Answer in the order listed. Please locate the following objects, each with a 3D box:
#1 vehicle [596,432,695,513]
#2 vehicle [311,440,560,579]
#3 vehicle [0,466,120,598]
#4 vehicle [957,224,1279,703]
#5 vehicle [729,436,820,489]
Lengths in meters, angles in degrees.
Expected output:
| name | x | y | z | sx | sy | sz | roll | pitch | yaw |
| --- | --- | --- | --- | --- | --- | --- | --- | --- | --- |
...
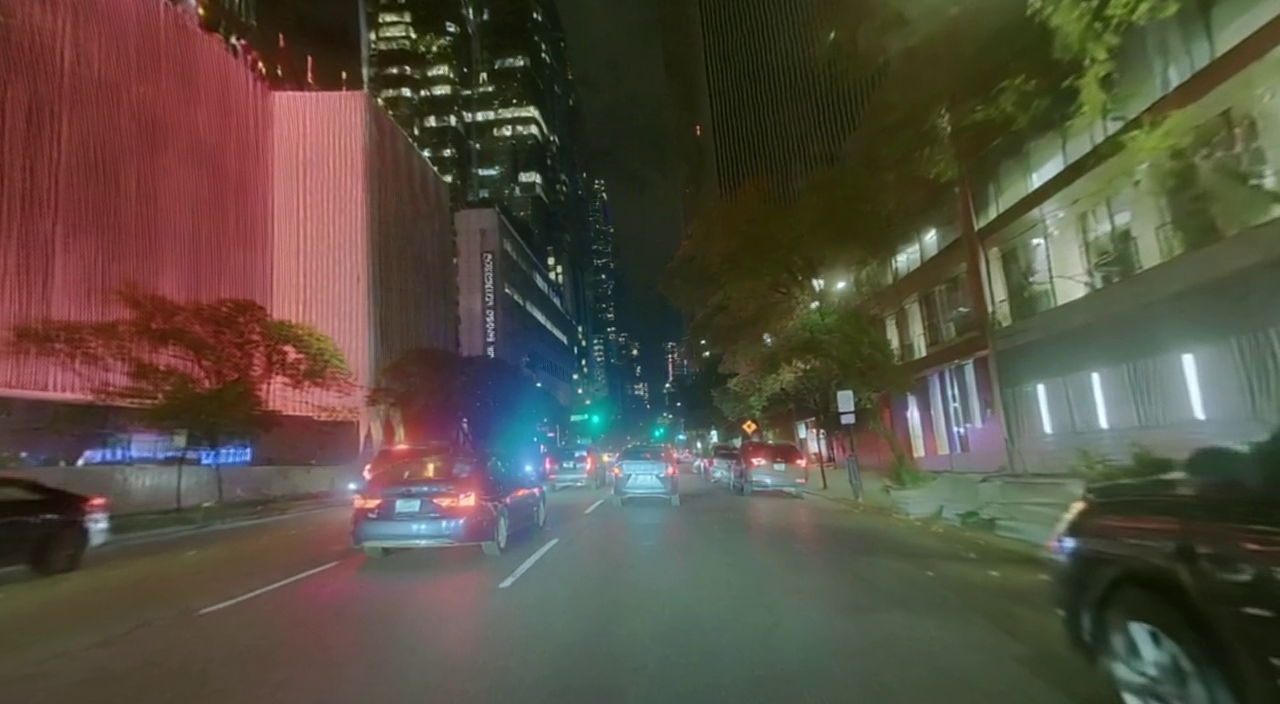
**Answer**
| name | x | y | z | sx | sy | sz | roll | pitch | yaw |
| --- | --- | --- | --- | --- | --- | --- | --- | --- | --- |
| vehicle | 0.207 | 2.820 | 15.259 | 2.076 | 1.667 | 3.948 | 0 | -8 | 2 |
| vehicle | -2.501 | 2.031 | 9.068 | 1.940 | 1.481 | 4.376 | -1 | -8 | 3 |
| vehicle | -8.729 | 2.109 | 6.973 | 1.920 | 1.492 | 4.624 | 1 | -8 | 2 |
| vehicle | 2.994 | 0.516 | 1.114 | 2.352 | 1.953 | 4.798 | 0 | -8 | 0 |
| vehicle | 4.101 | 3.408 | 19.965 | 2.065 | 1.461 | 4.181 | 0 | -8 | 1 |
